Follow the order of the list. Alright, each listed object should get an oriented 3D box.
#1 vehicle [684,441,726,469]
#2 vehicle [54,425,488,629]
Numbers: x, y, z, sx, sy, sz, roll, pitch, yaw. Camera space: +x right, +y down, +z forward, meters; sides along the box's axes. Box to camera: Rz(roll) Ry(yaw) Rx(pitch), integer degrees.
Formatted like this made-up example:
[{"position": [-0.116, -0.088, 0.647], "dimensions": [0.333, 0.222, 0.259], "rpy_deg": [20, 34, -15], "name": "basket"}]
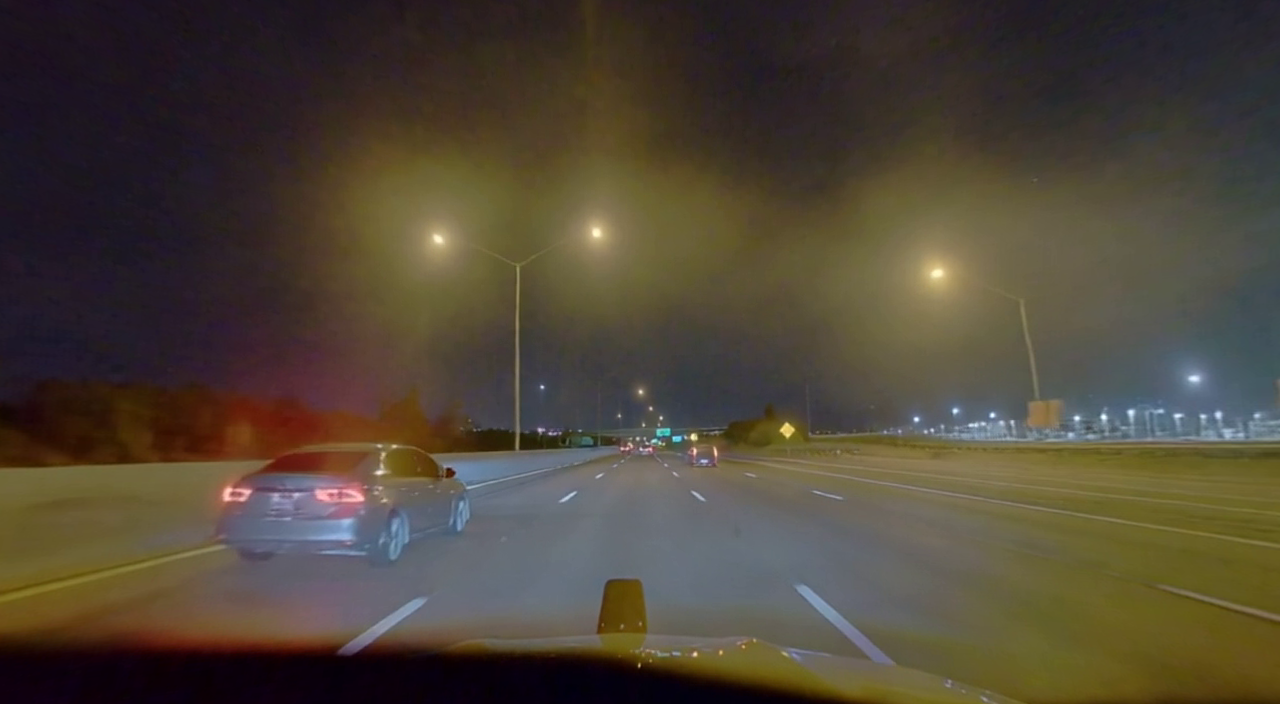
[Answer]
[{"position": [3.704, 6.024, 36.935], "dimensions": [1.949, 1.515, 4.374], "rpy_deg": [0, -9, -1], "name": "vehicle"}, {"position": [-3.348, 1.663, 7.141], "dimensions": [1.979, 1.505, 4.705], "rpy_deg": [0, -9, 2], "name": "vehicle"}]
